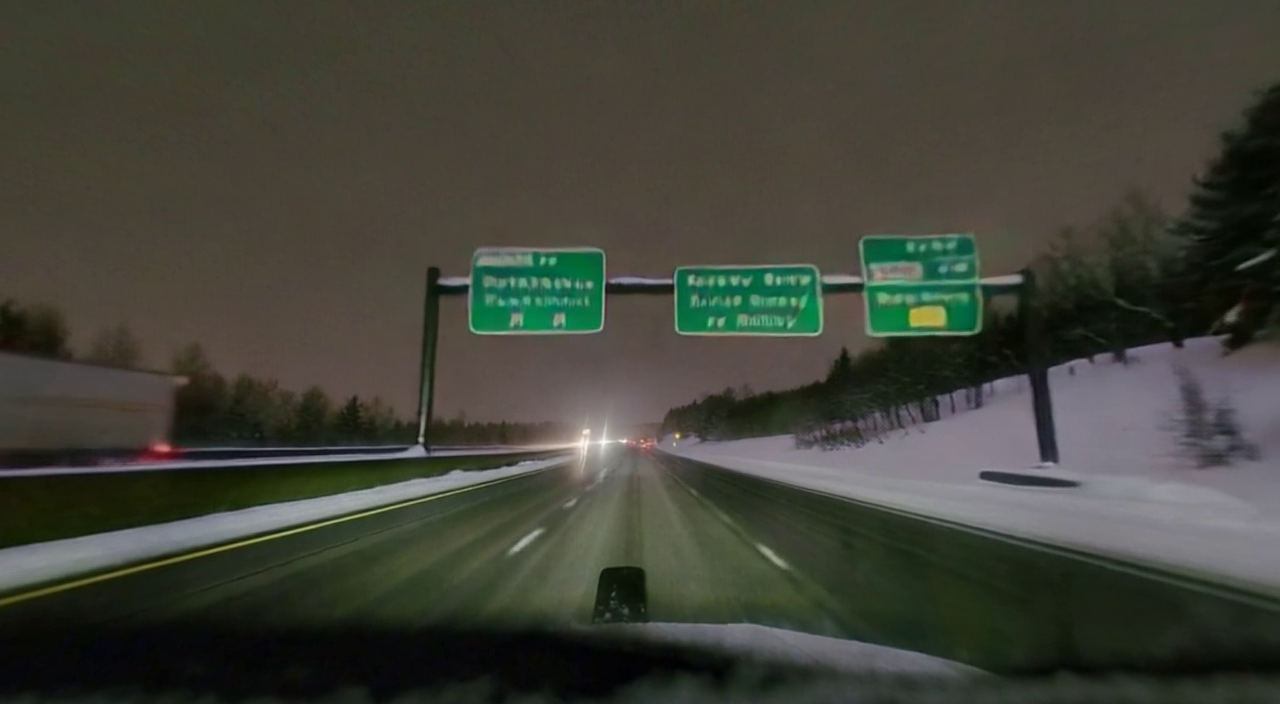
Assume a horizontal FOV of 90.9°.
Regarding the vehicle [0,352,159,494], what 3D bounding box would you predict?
[{"bbox_3d":[-19.325,1.680,15.612,3.084,3.900,14.884,0,-9,0],"label":"vehicle"}]
